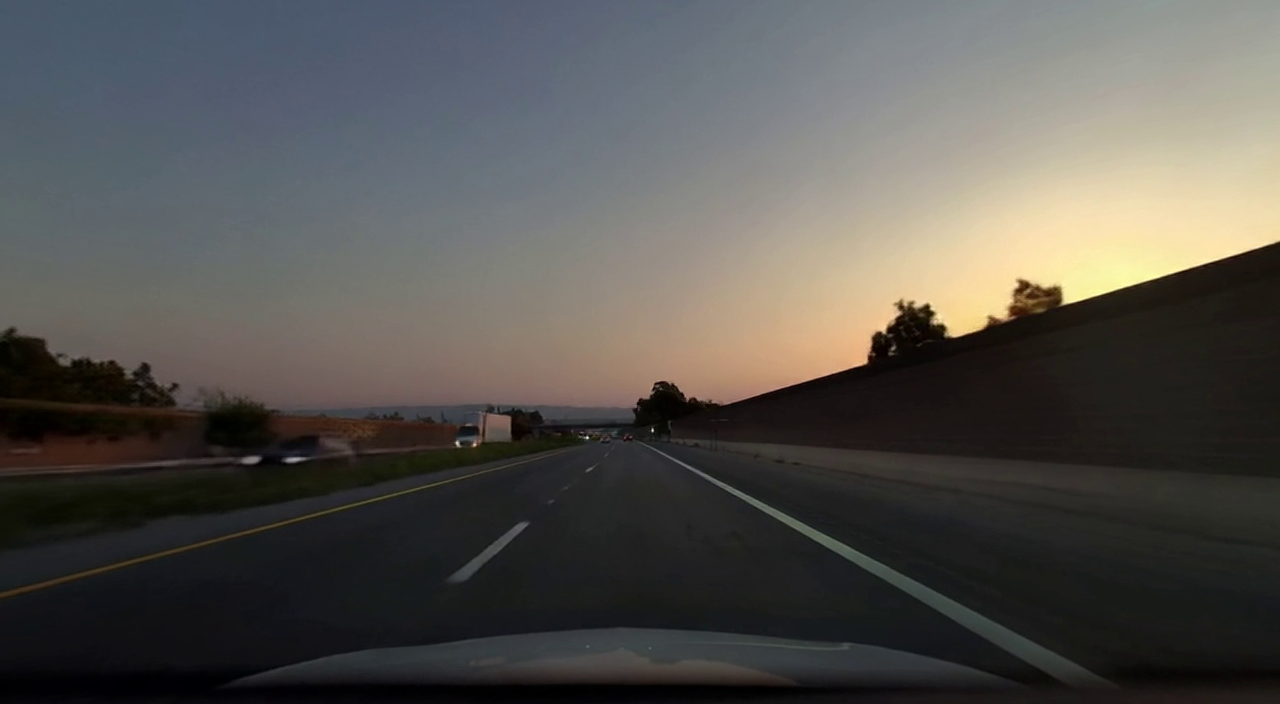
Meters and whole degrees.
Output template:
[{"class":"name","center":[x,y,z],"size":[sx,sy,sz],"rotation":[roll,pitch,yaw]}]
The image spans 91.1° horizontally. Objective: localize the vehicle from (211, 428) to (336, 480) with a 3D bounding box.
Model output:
[{"class":"vehicle","center":[-12.607,3.506,21.991],"size":[1.916,1.646,4.122],"rotation":[0,-8,-1]}]
